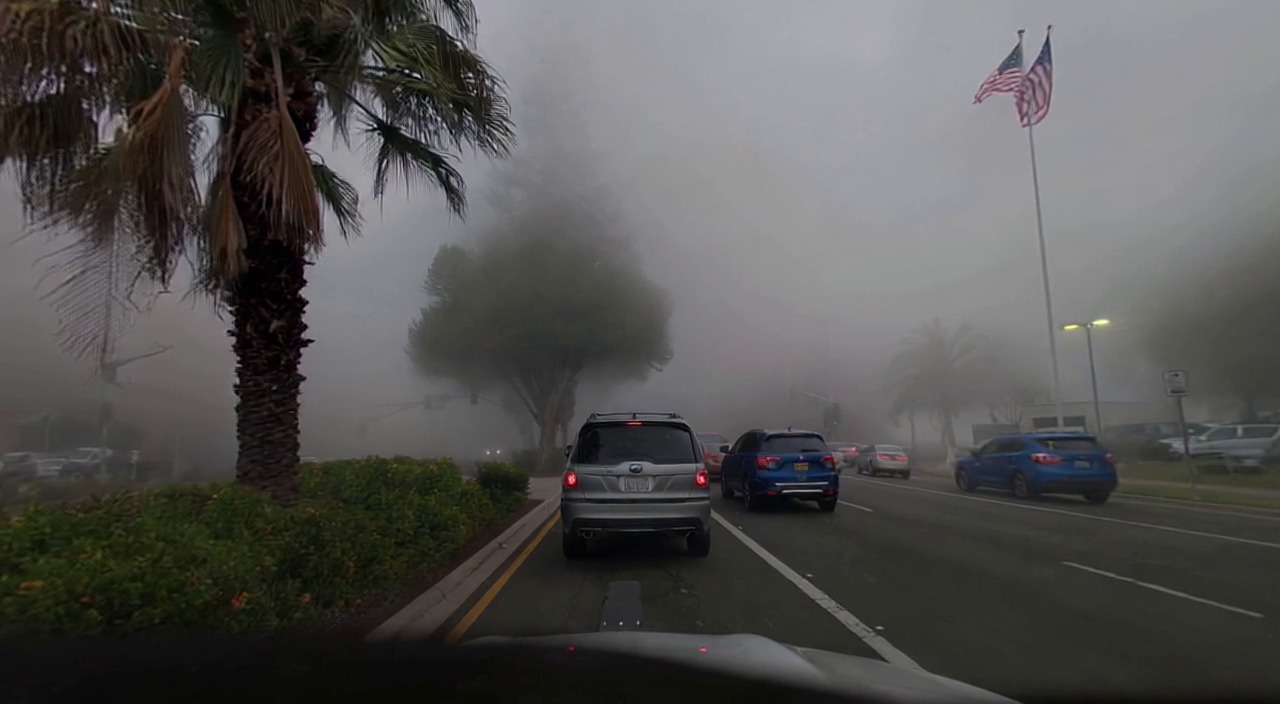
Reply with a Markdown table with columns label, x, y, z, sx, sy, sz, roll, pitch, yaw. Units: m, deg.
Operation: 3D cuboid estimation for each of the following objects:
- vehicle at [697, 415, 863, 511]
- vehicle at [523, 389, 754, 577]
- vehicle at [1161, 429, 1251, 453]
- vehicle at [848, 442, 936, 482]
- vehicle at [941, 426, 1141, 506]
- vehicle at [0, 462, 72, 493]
| label | x | y | z | sx | sy | sz | roll | pitch | yaw |
| --- | --- | --- | --- | --- | --- | --- | --- | --- | --- |
| vehicle | 3.250 | 2.827 | 16.582 | 2.773 | 2.021 | 6.212 | 0 | -9 | -2 |
| vehicle | -0.121 | 1.700 | 8.945 | 2.402 | 1.938 | 4.535 | 0 | -9 | -3 |
| vehicle | 36.420 | 5.764 | 40.837 | 1.839 | 1.455 | 4.395 | 0 | -9 | 2 |
| vehicle | 10.174 | 4.456 | 25.871 | 1.855 | 1.495 | 4.143 | 0 | -9 | -1 |
| vehicle | 10.033 | 2.882 | 16.401 | 2.155 | 1.779 | 4.582 | 0 | -9 | 0 |
| vehicle | -45.664 | 9.076 | 45.763 | 6.410 | 2.078 | 2.584 | 0 | -9 | 0 |
